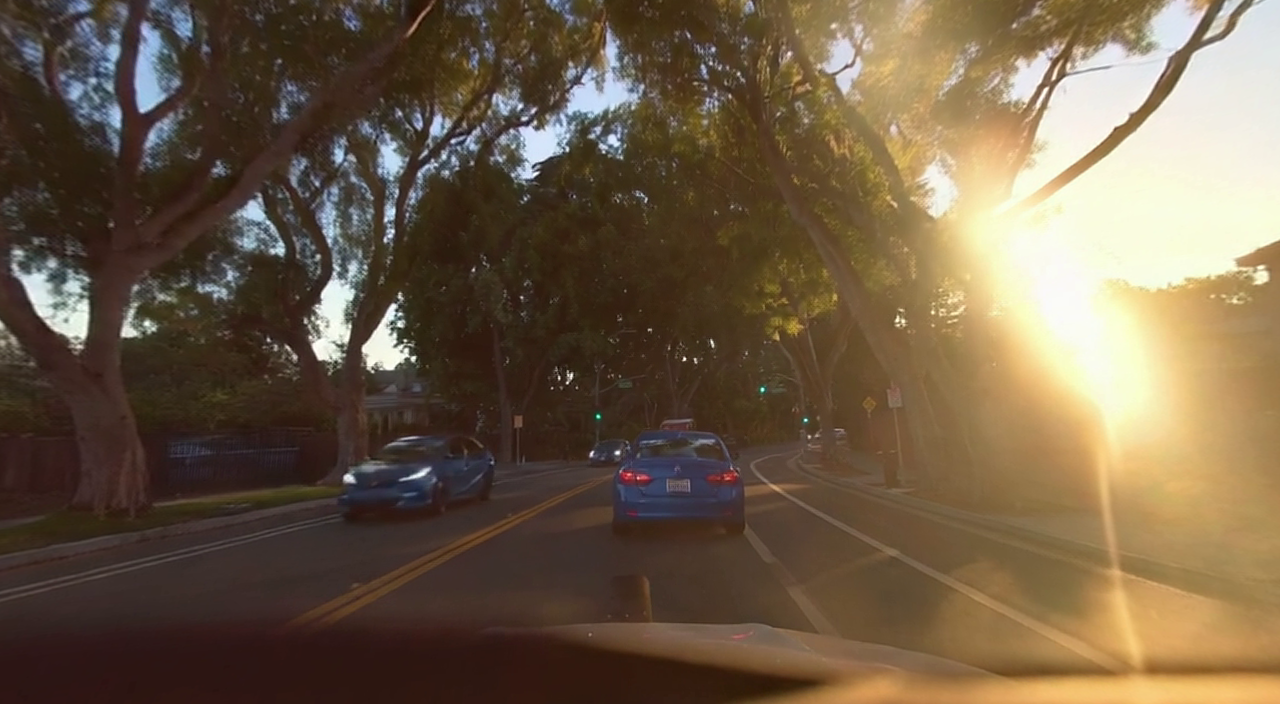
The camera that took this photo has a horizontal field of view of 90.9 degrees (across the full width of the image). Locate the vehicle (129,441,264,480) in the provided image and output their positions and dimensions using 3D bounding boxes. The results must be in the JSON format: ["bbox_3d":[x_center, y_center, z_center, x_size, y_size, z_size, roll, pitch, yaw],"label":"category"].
[{"bbox_3d":[-17.847,4.347,25.448,4.069,1.445,2.063,-2,-9,9],"label":"vehicle"}]

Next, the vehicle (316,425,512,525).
[{"bbox_3d":[-4.385,2.455,13.217,2.082,1.682,4.623,-1,-8,4],"label":"vehicle"}]

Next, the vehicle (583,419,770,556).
[{"bbox_3d":[0.449,1.803,9.068,2.070,1.516,3.936,0,-8,1],"label":"vehicle"}]
